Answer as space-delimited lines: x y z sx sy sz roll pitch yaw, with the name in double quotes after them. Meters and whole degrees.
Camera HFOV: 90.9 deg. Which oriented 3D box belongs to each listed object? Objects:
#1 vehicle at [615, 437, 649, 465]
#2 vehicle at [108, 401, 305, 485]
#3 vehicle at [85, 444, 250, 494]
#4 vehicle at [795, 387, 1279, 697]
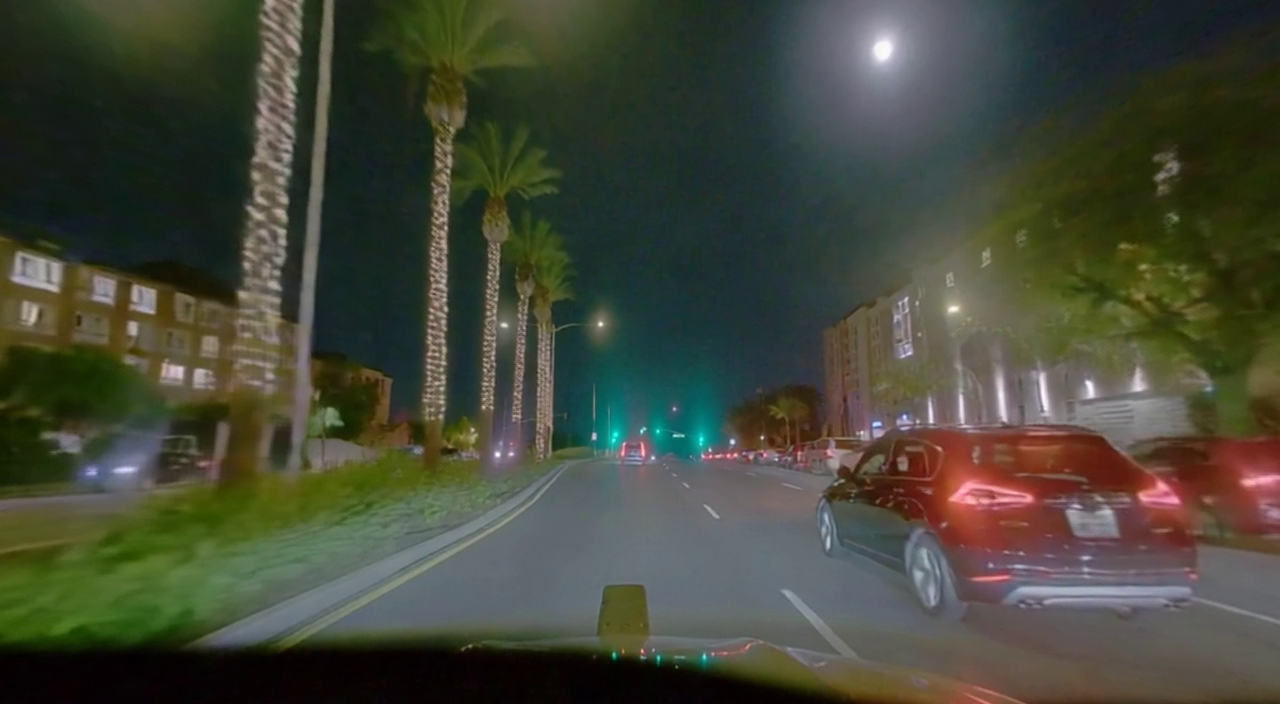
-0.488 6.440 41.079 2.087 1.709 4.076 0 -8 0 "vehicle"
-18.971 4.145 28.524 2.933 3.159 8.124 -2 -9 2 "vehicle"
-15.506 3.819 21.090 1.783 1.477 4.624 0 -9 3 "vehicle"
2.944 1.326 5.569 2.009 1.639 4.267 0 -9 -1 "vehicle"
